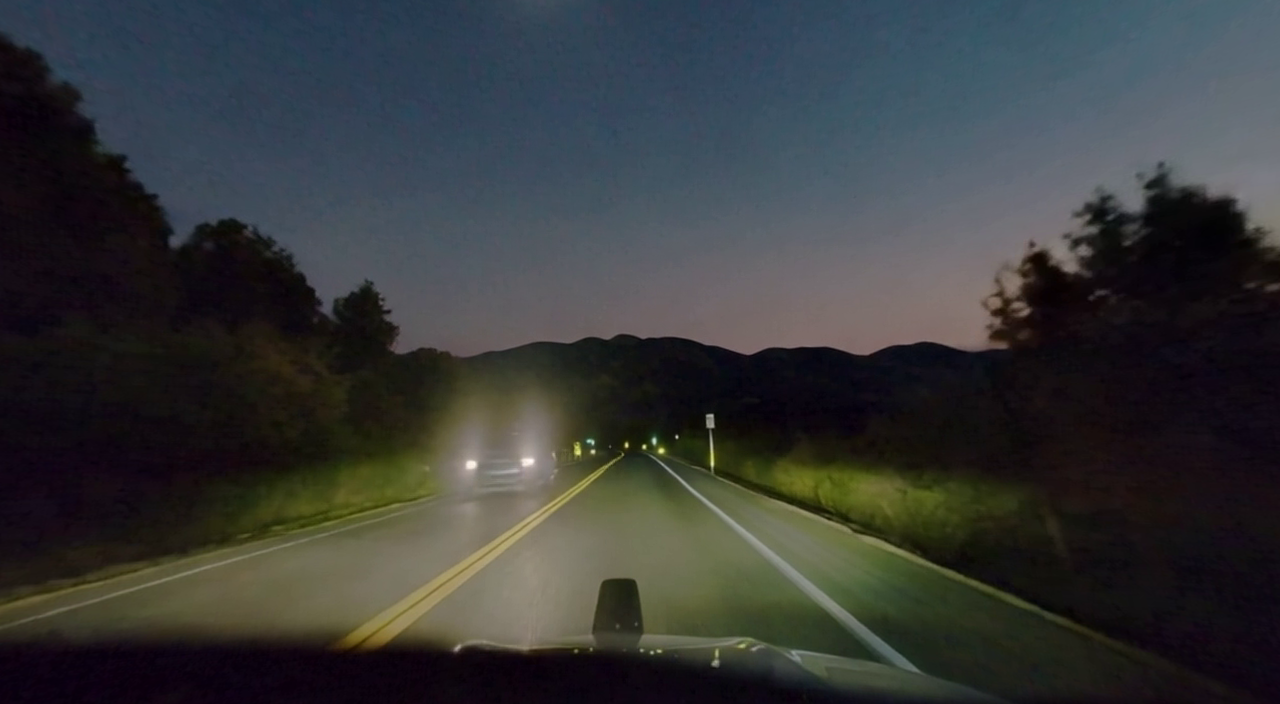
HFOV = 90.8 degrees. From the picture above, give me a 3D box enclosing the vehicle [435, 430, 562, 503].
[{"bbox_3d":[-3.795,3.191,18.082,2.415,1.750,4.927,-1,-8,1],"label":"vehicle"}]
